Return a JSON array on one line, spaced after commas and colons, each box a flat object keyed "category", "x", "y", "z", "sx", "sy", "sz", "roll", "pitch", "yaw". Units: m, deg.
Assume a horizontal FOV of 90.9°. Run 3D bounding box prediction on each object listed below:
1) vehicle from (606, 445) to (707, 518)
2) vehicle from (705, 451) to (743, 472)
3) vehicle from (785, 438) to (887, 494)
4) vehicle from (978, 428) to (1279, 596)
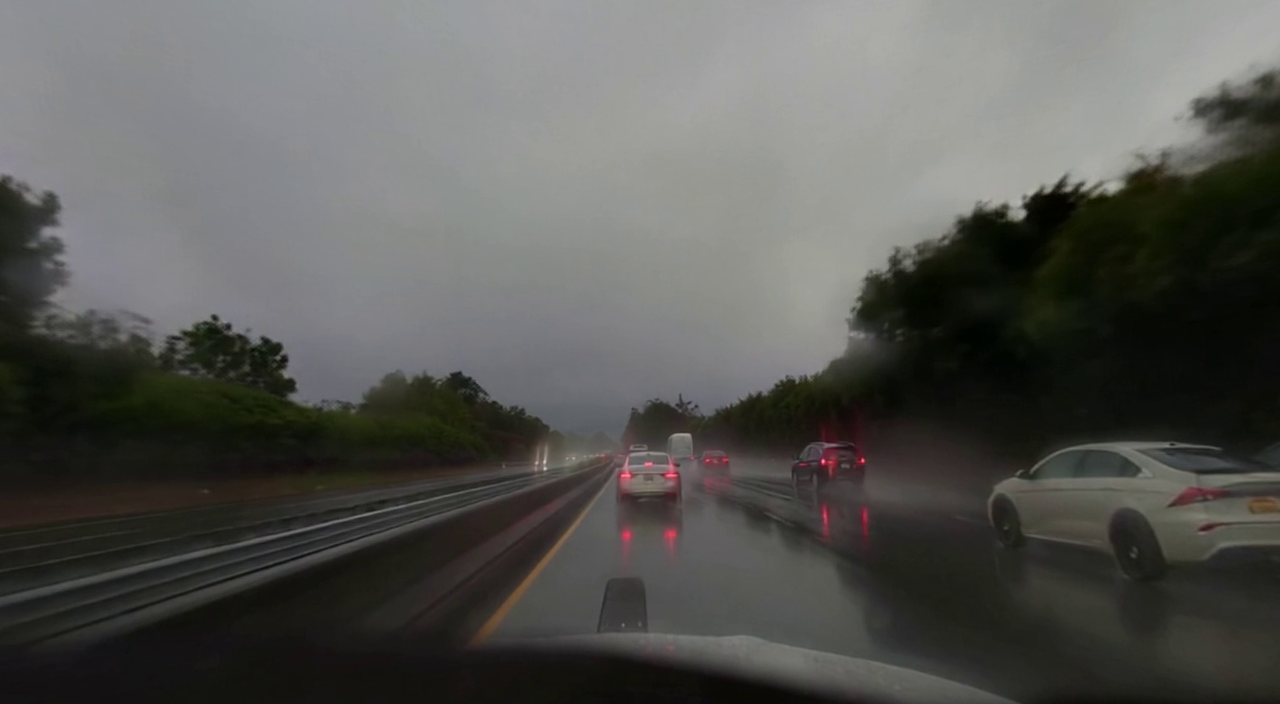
[{"category": "vehicle", "x": 0.306, "y": 2.994, "z": 15.021, "sx": 2.076, "sy": 1.485, "sz": 3.774, "roll": 0, "pitch": -9, "yaw": -1}, {"category": "vehicle", "x": 5.979, "y": 7.811, "z": 45.059, "sx": 1.921, "sy": 1.451, "sz": 3.841, "roll": 0, "pitch": -9, "yaw": -4}, {"category": "vehicle", "x": 6.514, "y": 3.834, "z": 21.490, "sx": 1.980, "sy": 1.702, "sz": 4.235, "roll": 0, "pitch": -9, "yaw": -2}, {"category": "vehicle", "x": 6.301, "y": 1.755, "z": 7.746, "sx": 1.965, "sy": 1.484, "sz": 4.090, "roll": 0, "pitch": -9, "yaw": 0}]
